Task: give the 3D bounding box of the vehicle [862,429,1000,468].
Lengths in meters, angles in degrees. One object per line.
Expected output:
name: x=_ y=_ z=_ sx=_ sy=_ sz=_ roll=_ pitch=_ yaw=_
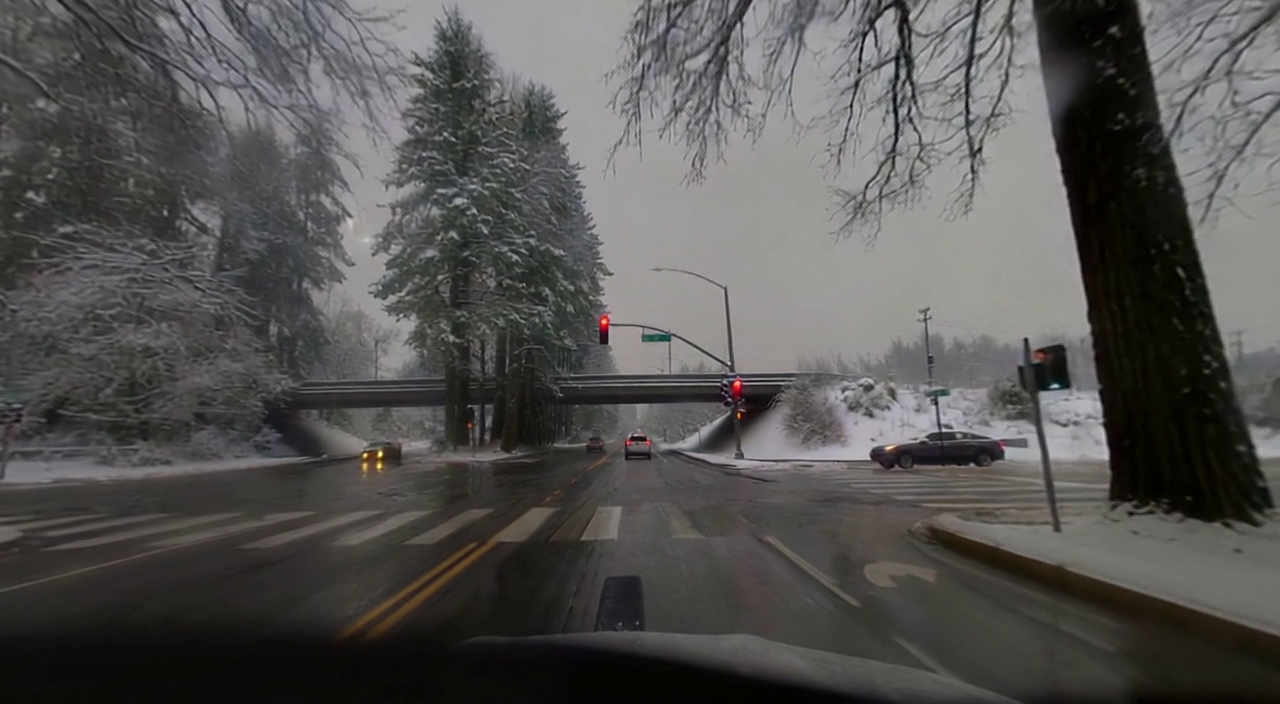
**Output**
vehicle: x=11.649 y=3.884 z=25.459 sx=4.691 sy=1.466 sz=1.800 roll=1 pitch=-8 yaw=-7
